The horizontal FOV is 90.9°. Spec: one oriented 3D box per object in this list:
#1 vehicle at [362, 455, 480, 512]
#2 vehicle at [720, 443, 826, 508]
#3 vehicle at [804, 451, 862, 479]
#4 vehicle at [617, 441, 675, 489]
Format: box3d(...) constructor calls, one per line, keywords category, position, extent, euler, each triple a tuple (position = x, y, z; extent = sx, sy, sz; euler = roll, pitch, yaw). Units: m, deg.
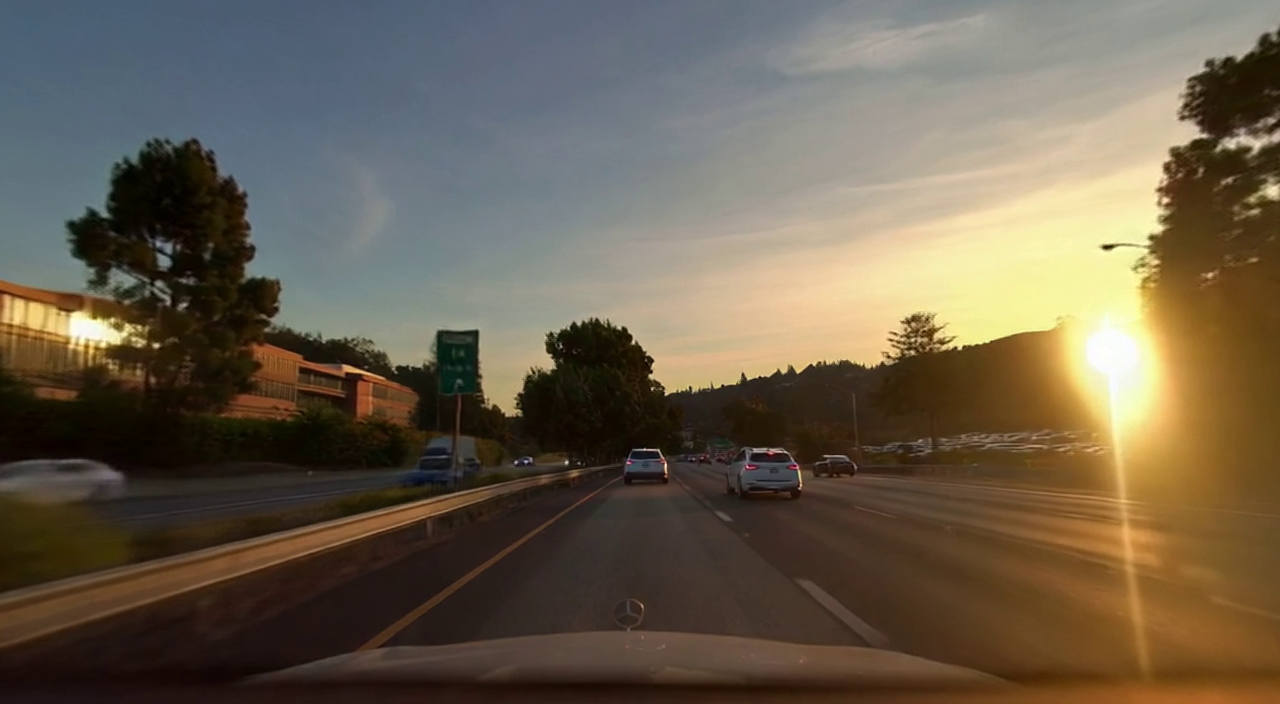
box3d(category="vehicle", position=(-6.654, 4.024, 19.852), extent=(1.830, 1.466, 5.021), euler=(0, -9, 1))
box3d(category="vehicle", position=(3.562, 3.371, 17.690), extent=(2.042, 1.592, 4.047), euler=(0, -8, -1))
box3d(category="vehicle", position=(11.365, 6.677, 37.546), extent=(1.985, 1.503, 4.842), euler=(0, -8, 1))
box3d(category="vehicle", position=(0.242, 4.783, 27.140), extent=(2.290, 1.862, 4.454), euler=(0, -8, 1))
